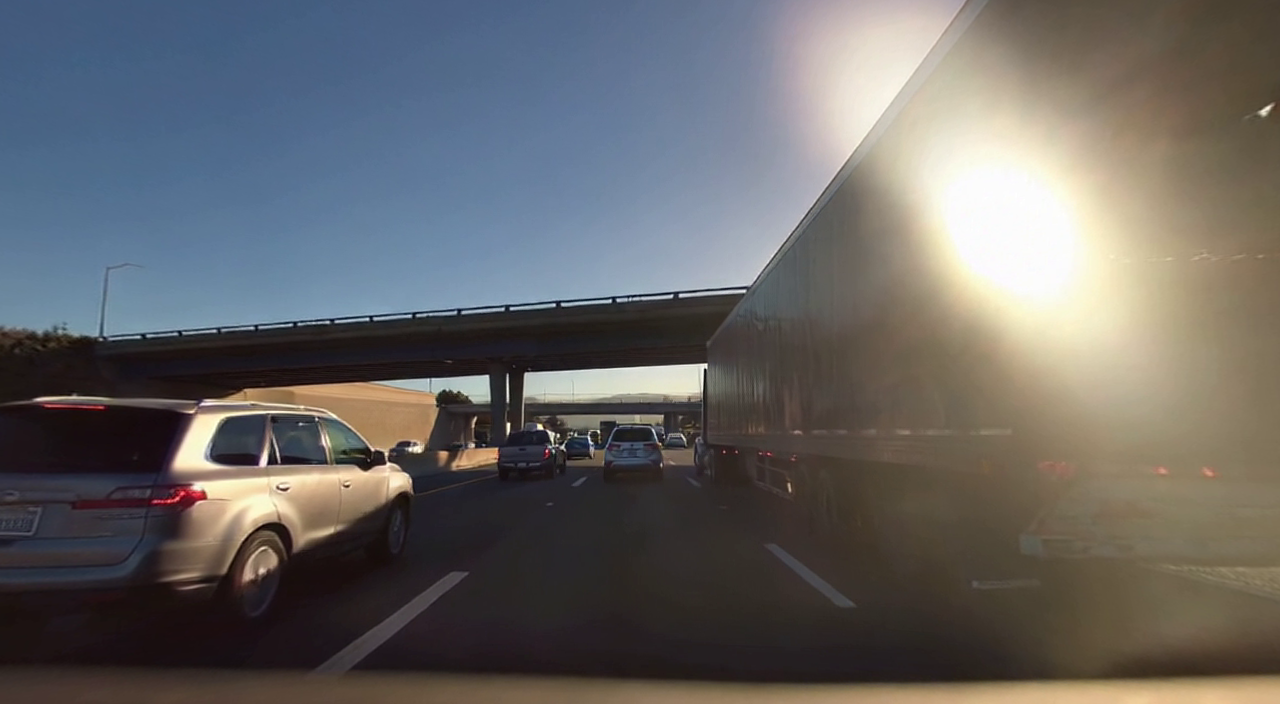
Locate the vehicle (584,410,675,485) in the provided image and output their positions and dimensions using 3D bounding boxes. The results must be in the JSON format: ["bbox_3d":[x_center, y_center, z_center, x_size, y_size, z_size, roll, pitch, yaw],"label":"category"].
[{"bbox_3d":[-0.340,3.259,21.675,2.704,2.216,5.804,0,-8,0],"label":"vehicle"}]

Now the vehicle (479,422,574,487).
[{"bbox_3d":[-3.478,3.262,20.276,2.120,1.812,4.659,0,-8,1],"label":"vehicle"}]

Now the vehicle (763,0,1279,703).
[{"bbox_3d":[3.634,-0.280,3.076,2.852,4.121,16.210,0,-8,0],"label":"vehicle"}]

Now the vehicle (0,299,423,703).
[{"bbox_3d":[-3.438,1.001,4.215,2.193,1.803,4.958,0,-8,0],"label":"vehicle"}]
